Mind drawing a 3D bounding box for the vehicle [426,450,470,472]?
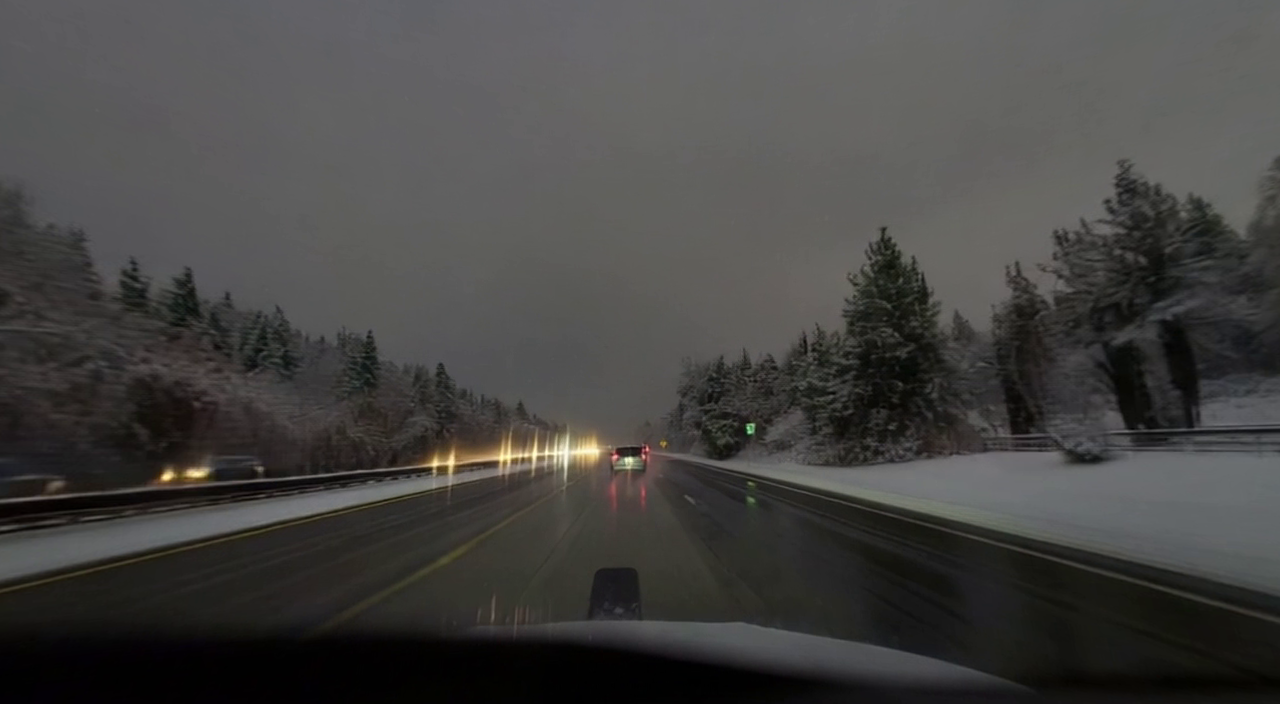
[{"bbox_3d":[-13.897,7.881,45.640,1.896,1.509,4.060,0,-9,0],"label":"vehicle"}]

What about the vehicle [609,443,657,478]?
[{"bbox_3d":[-0.333,5.138,29.891,2.095,1.537,4.017,0,-9,-1],"label":"vehicle"}]

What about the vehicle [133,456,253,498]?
[{"bbox_3d":[-17.982,5.009,25.506,1.838,1.507,4.135,0,-9,-1],"label":"vehicle"}]
